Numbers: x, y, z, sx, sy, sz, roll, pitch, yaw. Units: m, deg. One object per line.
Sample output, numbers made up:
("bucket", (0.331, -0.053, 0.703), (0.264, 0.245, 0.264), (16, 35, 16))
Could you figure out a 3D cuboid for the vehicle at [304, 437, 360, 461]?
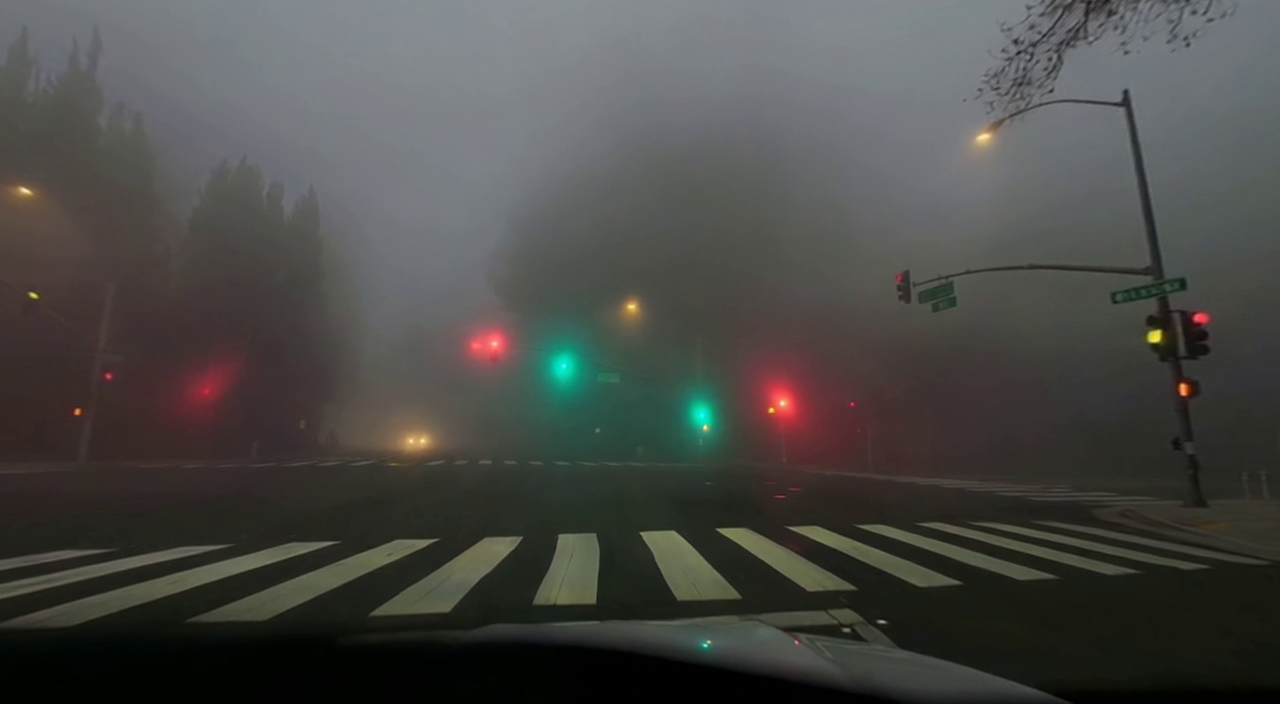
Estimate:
("vehicle", (-20.089, 6.341, 41.434), (1.918, 1.432, 4.433), (1, -9, -7))
